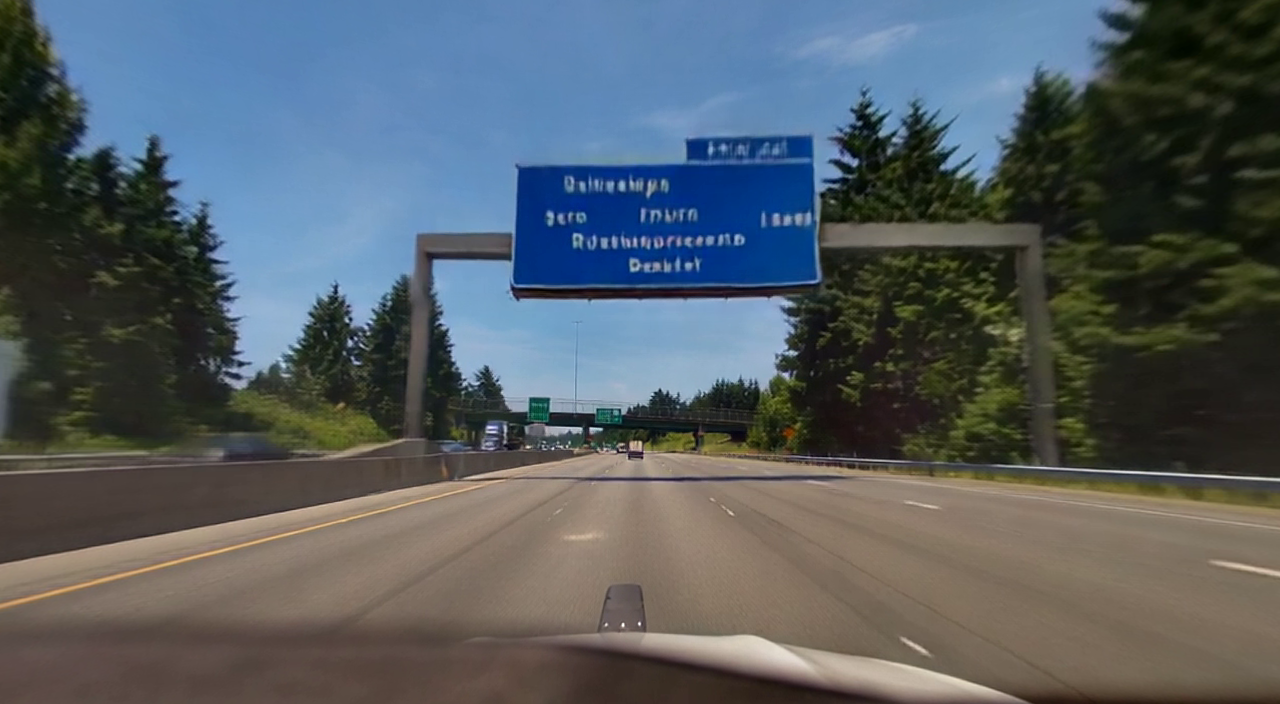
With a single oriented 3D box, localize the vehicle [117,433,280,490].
[{"bbox_3d":[-12.268,3.073,17.868,1.806,1.414,3.868,0,-9,0],"label":"vehicle"}]
